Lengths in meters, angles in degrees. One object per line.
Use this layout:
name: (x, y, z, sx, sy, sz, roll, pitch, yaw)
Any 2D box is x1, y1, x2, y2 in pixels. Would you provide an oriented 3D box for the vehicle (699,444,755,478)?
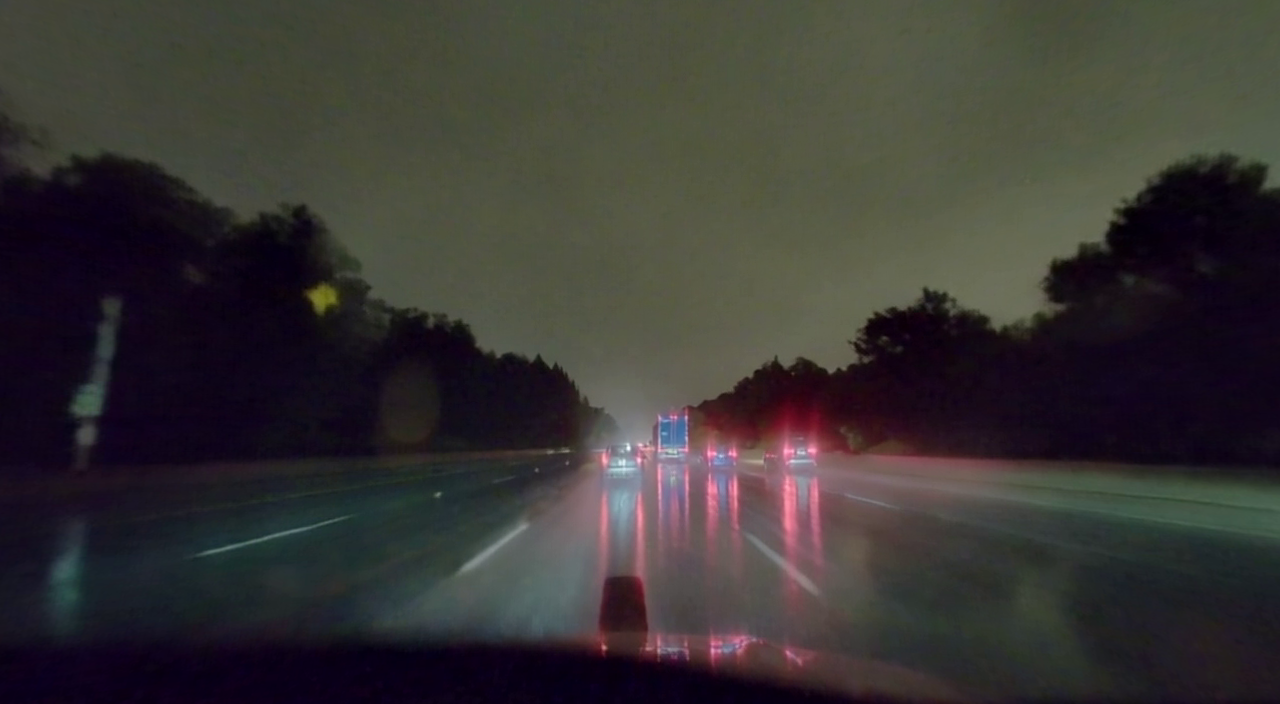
vehicle: (3.986, 5.070, 29.678, 1.971, 1.472, 4.301, 0, -8, -1)

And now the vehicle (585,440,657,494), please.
vehicle: (-0.499, 3.573, 20.016, 2.020, 1.516, 3.951, -1, -9, 2)
